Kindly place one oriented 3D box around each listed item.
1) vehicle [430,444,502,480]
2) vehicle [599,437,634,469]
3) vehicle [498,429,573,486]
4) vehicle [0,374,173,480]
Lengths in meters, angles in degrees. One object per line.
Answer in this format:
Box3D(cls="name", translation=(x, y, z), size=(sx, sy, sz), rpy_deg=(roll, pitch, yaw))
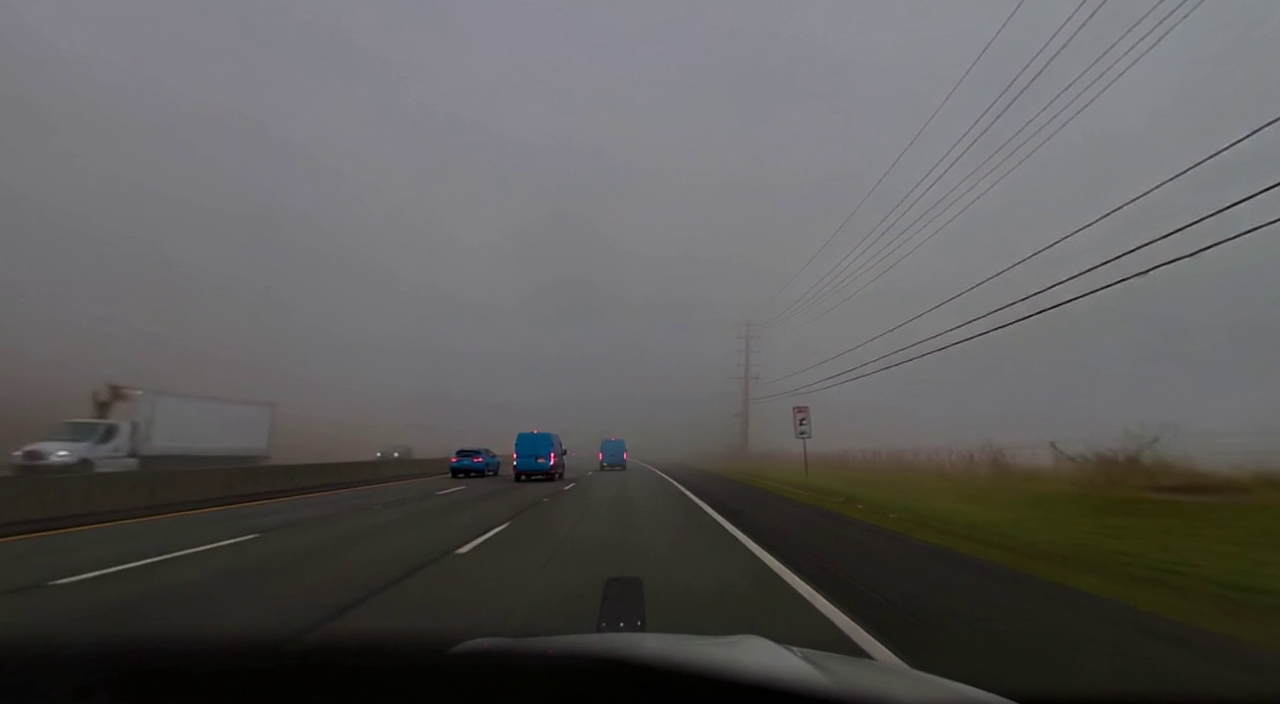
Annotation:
Box3D(cls="vehicle", translation=(-7.979, 5.083, 29.404), size=(1.975, 1.540, 4.759), rpy_deg=(0, -9, 0))
Box3D(cls="vehicle", translation=(-1.583, 6.874, 42.842), size=(2.197, 2.011, 5.130), rpy_deg=(0, -9, -2))
Box3D(cls="vehicle", translation=(-3.995, 4.143, 25.054), size=(2.145, 2.010, 4.980), rpy_deg=(0, -9, 0))
Box3D(cls="vehicle", translation=(-23.483, 3.246, 26.535), size=(3.020, 3.938, 5.806), rpy_deg=(0, -9, -1))
